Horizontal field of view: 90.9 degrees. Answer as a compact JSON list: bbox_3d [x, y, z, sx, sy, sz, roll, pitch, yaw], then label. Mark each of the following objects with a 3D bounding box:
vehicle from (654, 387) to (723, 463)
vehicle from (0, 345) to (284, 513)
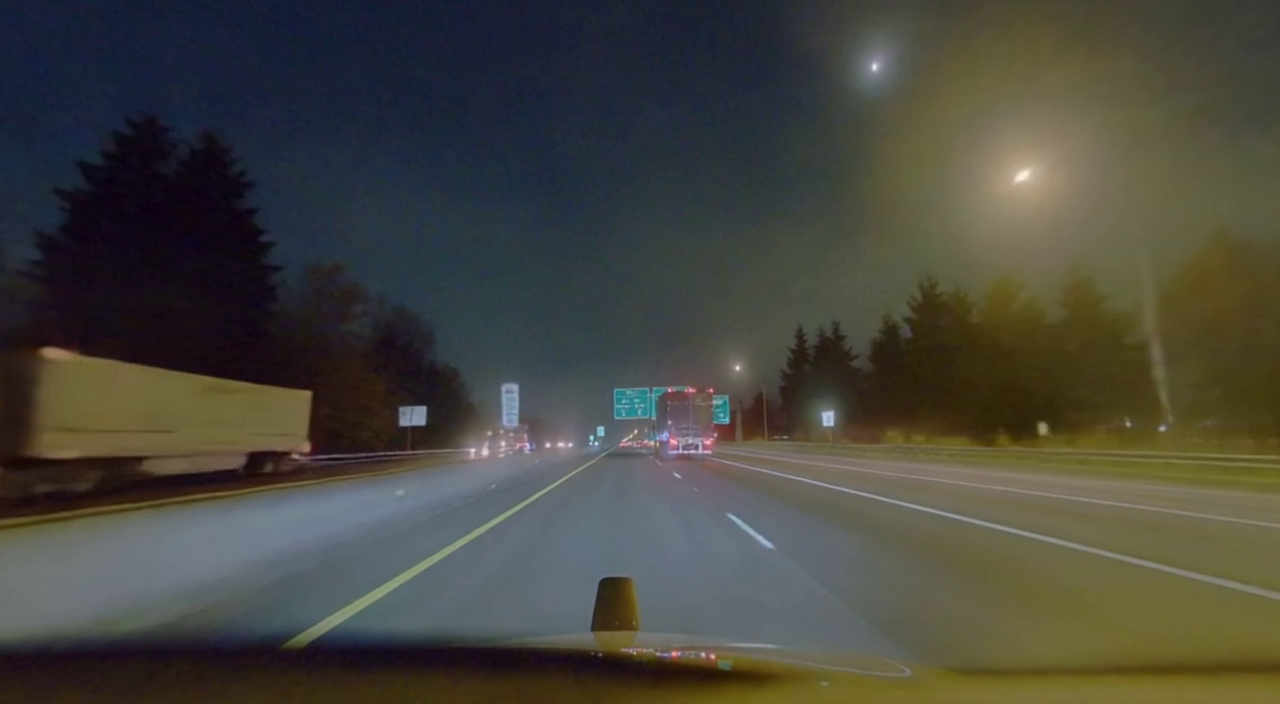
[{"bbox_3d":[2.693,4.785,40.087,2.954,3.995,13.335,0,-8,-2],"label":"vehicle"},{"bbox_3d":[-17.466,2.659,21.082,3.090,4.123,13.984,0,-8,-1],"label":"vehicle"}]
